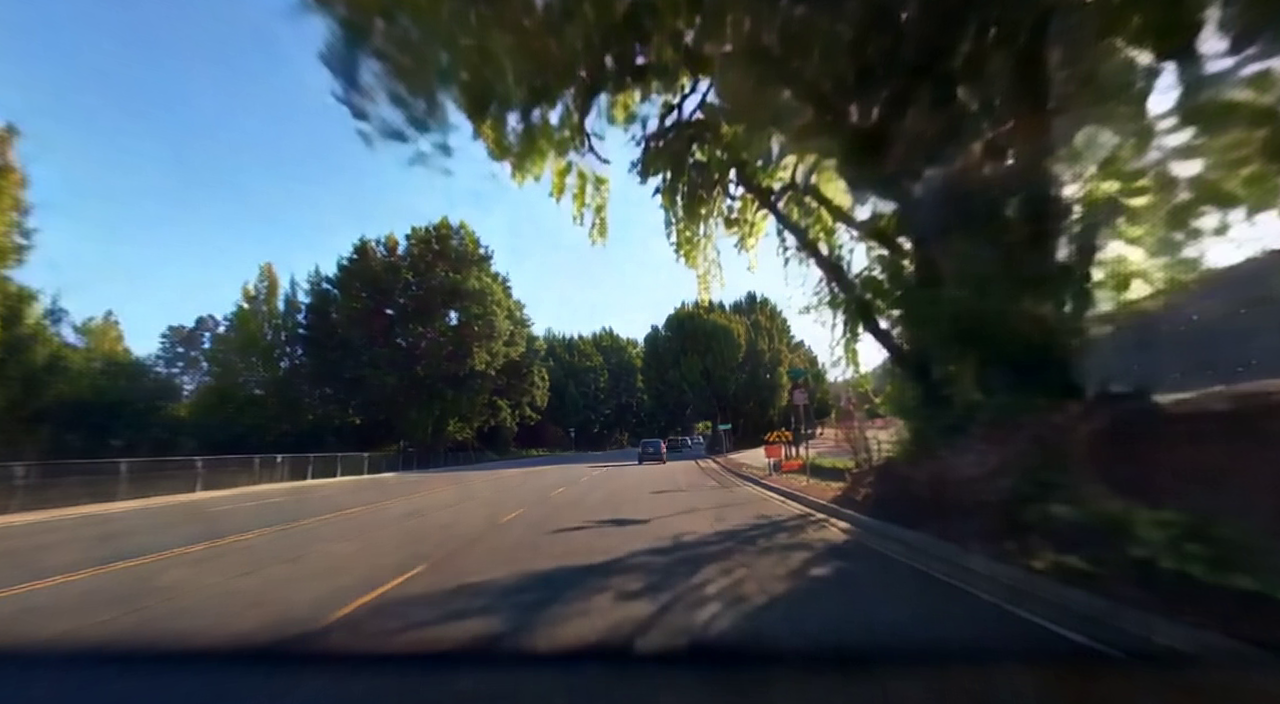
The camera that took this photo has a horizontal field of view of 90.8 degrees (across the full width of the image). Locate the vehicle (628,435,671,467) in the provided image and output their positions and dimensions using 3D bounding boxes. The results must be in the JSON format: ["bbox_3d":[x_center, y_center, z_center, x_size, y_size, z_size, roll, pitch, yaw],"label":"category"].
[{"bbox_3d":[0.615,5.711,36.566,2.294,1.708,4.110,-1,-9,4],"label":"vehicle"}]
